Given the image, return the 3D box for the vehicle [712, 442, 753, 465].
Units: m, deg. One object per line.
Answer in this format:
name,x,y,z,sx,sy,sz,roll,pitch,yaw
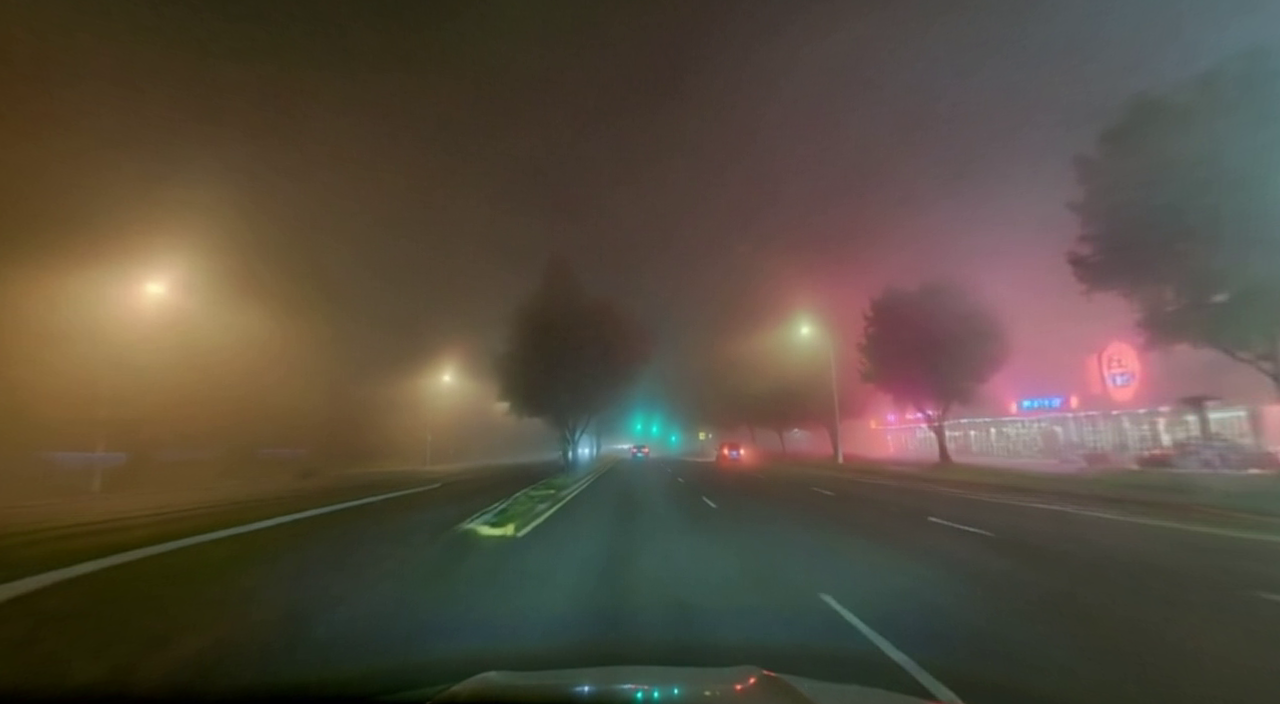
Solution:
vehicle,6.349,7.014,43.856,2.024,1.475,4.600,0,-8,-2
